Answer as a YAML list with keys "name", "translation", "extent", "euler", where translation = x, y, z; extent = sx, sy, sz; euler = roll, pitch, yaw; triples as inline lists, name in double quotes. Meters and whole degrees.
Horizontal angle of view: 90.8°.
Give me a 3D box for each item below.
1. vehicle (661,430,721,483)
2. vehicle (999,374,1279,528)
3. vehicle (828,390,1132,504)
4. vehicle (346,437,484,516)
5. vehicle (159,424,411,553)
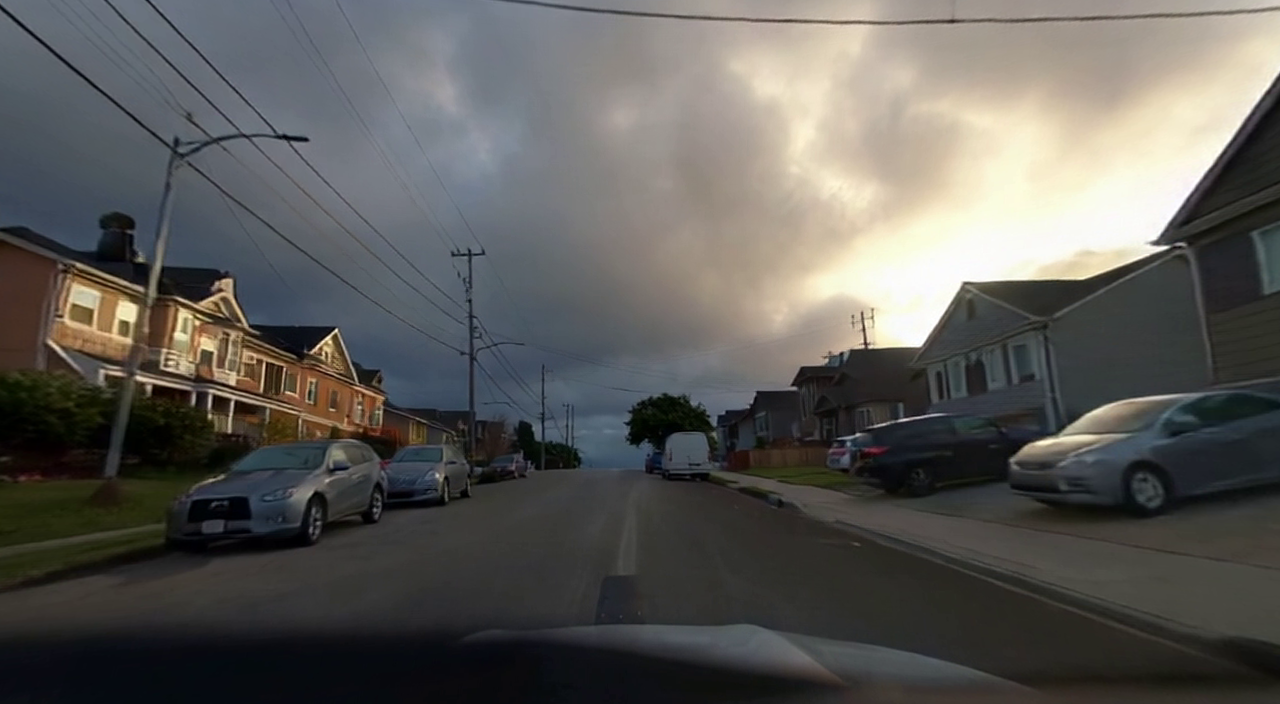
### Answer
- name: "vehicle"
  translation: [2.273, 4.869, 29.638]
  extent: [2.343, 2.229, 4.199]
  euler: [1, -9, -2]
- name: "vehicle"
  translation: [7.946, 1.325, 9.023]
  extent: [4.315, 1.736, 1.950]
  euler: [-4, -9, -4]
- name: "vehicle"
  translation: [7.515, 2.168, 14.418]
  extent: [5.615, 1.787, 2.014]
  euler: [-6, -9, -2]
- name: "vehicle"
  translation: [-5.206, 2.882, 15.372]
  extent: [1.960, 1.507, 4.542]
  euler: [-1, -7, -4]
- name: "vehicle"
  translation: [-5.361, 2.036, 10.287]
  extent: [1.967, 1.656, 3.924]
  euler: [1, -7, -3]
